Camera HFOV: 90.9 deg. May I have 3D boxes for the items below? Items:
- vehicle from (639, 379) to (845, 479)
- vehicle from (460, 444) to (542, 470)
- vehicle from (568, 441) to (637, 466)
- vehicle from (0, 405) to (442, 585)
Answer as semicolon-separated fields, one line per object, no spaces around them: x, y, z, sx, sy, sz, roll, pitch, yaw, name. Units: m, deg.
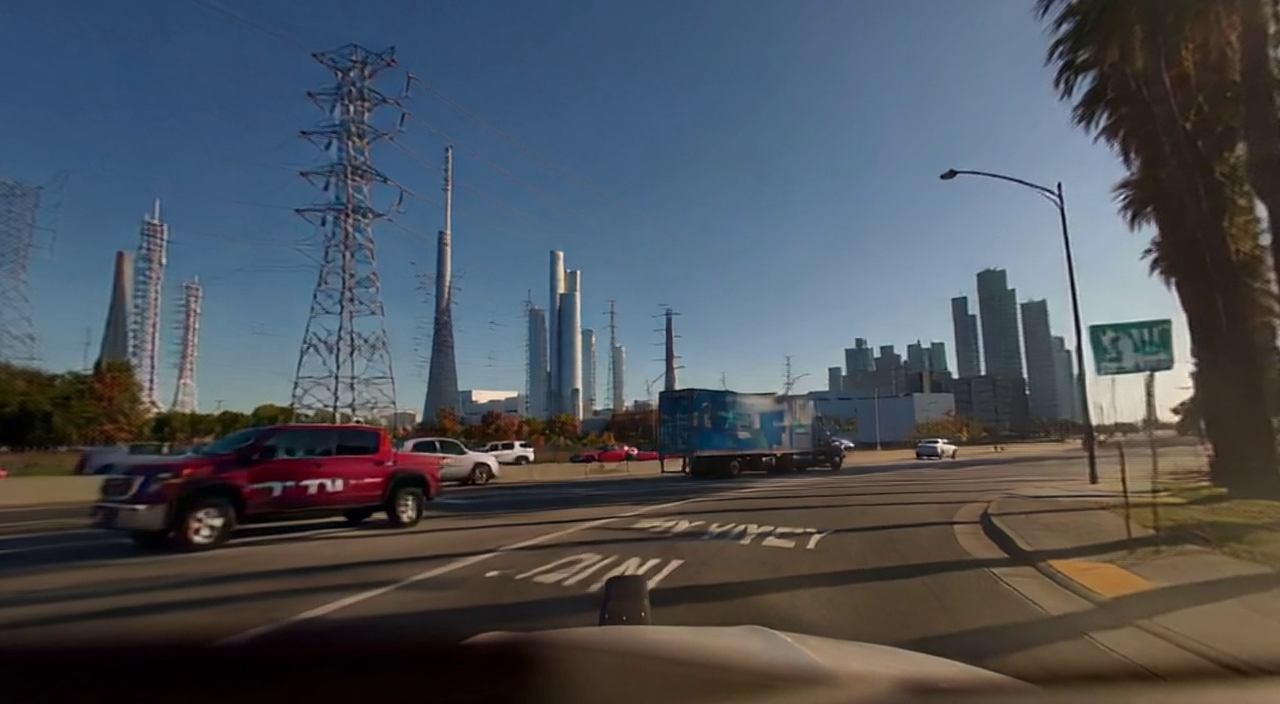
5.256;3.746;29.907;11.567;3.933;2.903;7;-11;-41;vehicle
-8.139;6.148;37.207;4.419;1.451;1.792;8;-12;-43;vehicle
-2.502;6.869;42.914;4.532;1.567;1.847;7;-11;-42;vehicle
-5.785;1.860;9.174;2.101;1.848;5.132;-7;-11;40;vehicle
